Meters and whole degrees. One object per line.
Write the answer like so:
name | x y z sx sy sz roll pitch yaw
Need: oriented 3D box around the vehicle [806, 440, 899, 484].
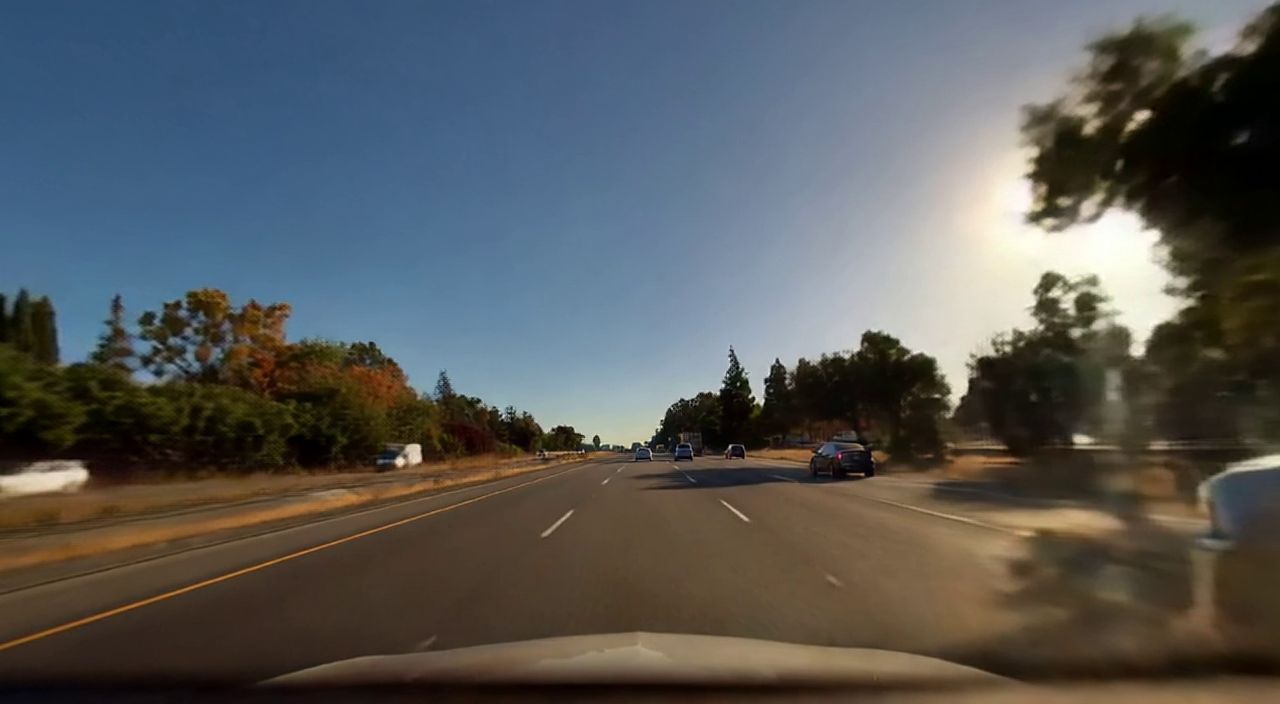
vehicle | 7.968 4.164 24.141 1.989 1.526 4.443 0 -9 0
